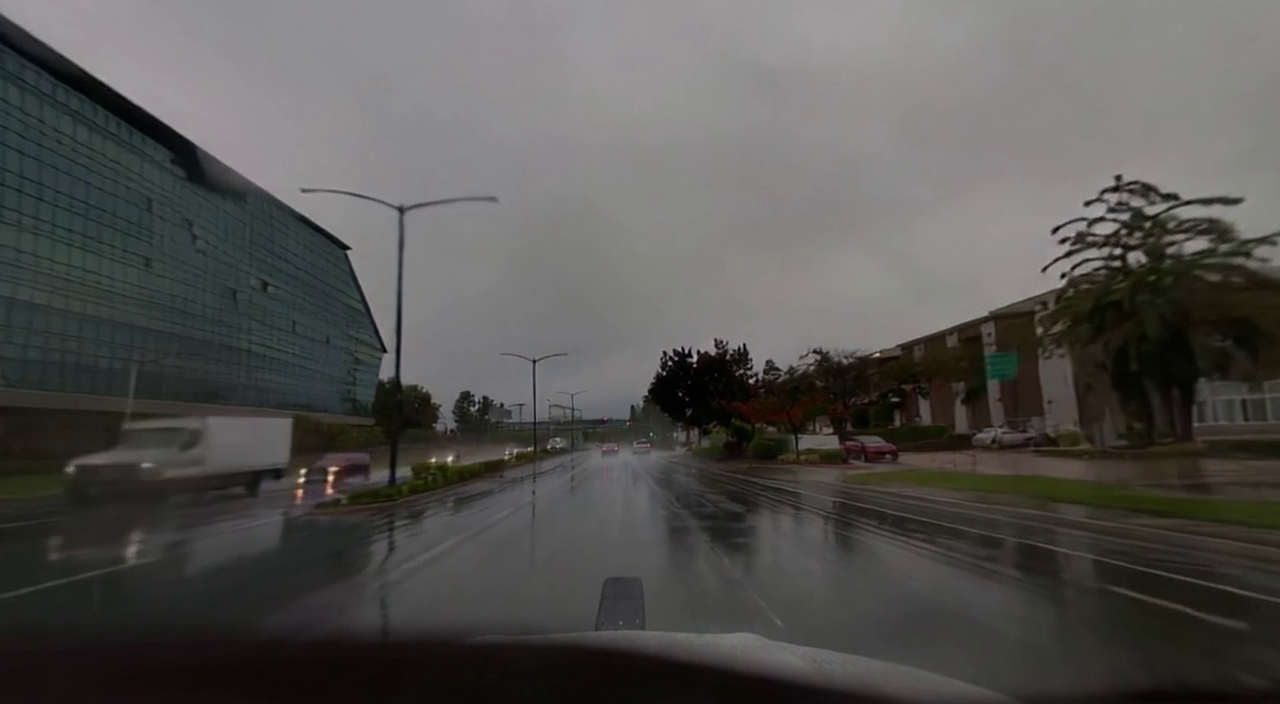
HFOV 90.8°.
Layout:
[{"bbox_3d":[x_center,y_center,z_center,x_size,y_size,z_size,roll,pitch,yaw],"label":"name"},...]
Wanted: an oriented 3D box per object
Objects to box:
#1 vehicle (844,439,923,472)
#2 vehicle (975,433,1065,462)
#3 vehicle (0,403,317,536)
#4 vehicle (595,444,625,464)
[{"bbox_3d":[12.407,5.293,32.496,2.024,1.575,4.498,0,-8,-4],"label":"vehicle"},{"bbox_3d":[24.771,6.239,41.279,4.463,1.786,2.110,0,-8,-1],"label":"vehicle"},{"bbox_3d":[-9.074,2.279,12.604,2.631,1.990,5.787,0,-10,-5],"label":"vehicle"},{"bbox_3d":[-2.250,7.525,46.782,2.080,1.445,4.096,0,-8,-3],"label":"vehicle"}]
